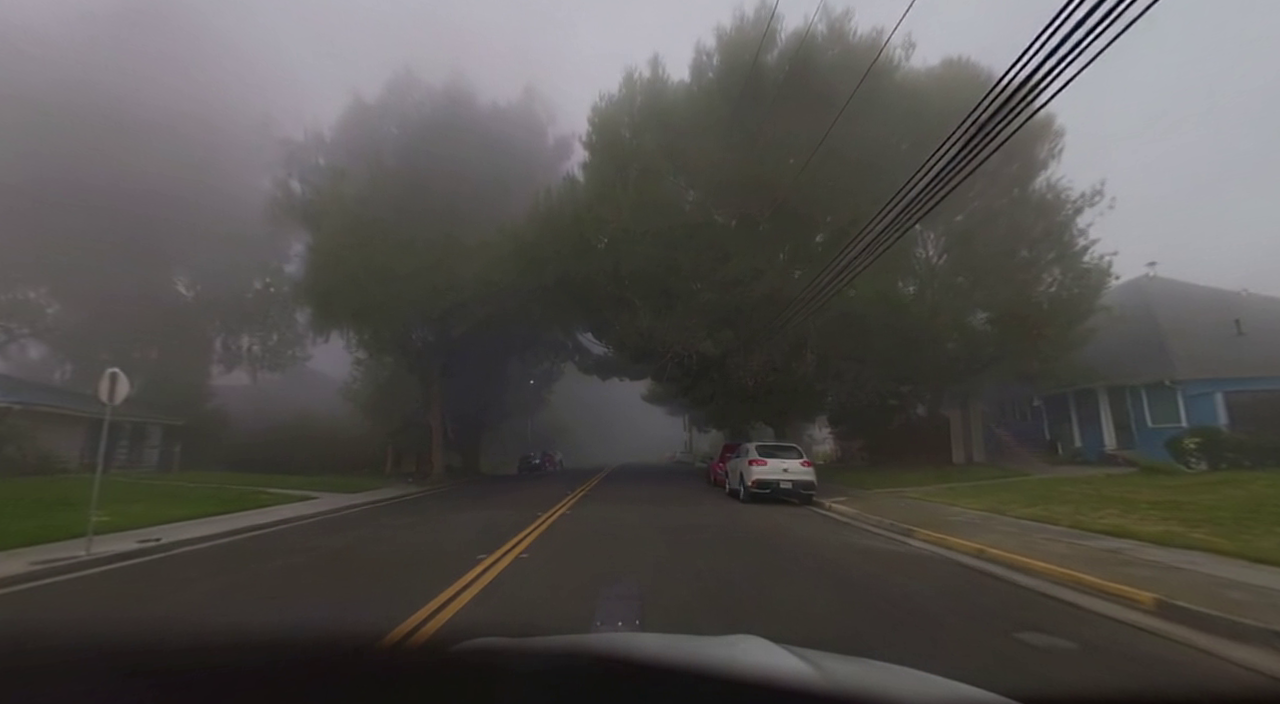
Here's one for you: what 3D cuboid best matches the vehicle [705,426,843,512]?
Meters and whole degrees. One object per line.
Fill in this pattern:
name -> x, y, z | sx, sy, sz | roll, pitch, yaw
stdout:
vehicle -> 3.231, 2.946, 16.531 | 2.114, 1.858, 5.144 | 0, -8, -4

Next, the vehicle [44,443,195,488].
vehicle -> -22.253, 4.827, 27.380 | 2.139, 1.746, 5.099 | 0, -8, 1

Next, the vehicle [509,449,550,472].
vehicle -> -7.604, 7.529, 44.077 | 1.956, 1.515, 4.607 | 0, -8, 1
